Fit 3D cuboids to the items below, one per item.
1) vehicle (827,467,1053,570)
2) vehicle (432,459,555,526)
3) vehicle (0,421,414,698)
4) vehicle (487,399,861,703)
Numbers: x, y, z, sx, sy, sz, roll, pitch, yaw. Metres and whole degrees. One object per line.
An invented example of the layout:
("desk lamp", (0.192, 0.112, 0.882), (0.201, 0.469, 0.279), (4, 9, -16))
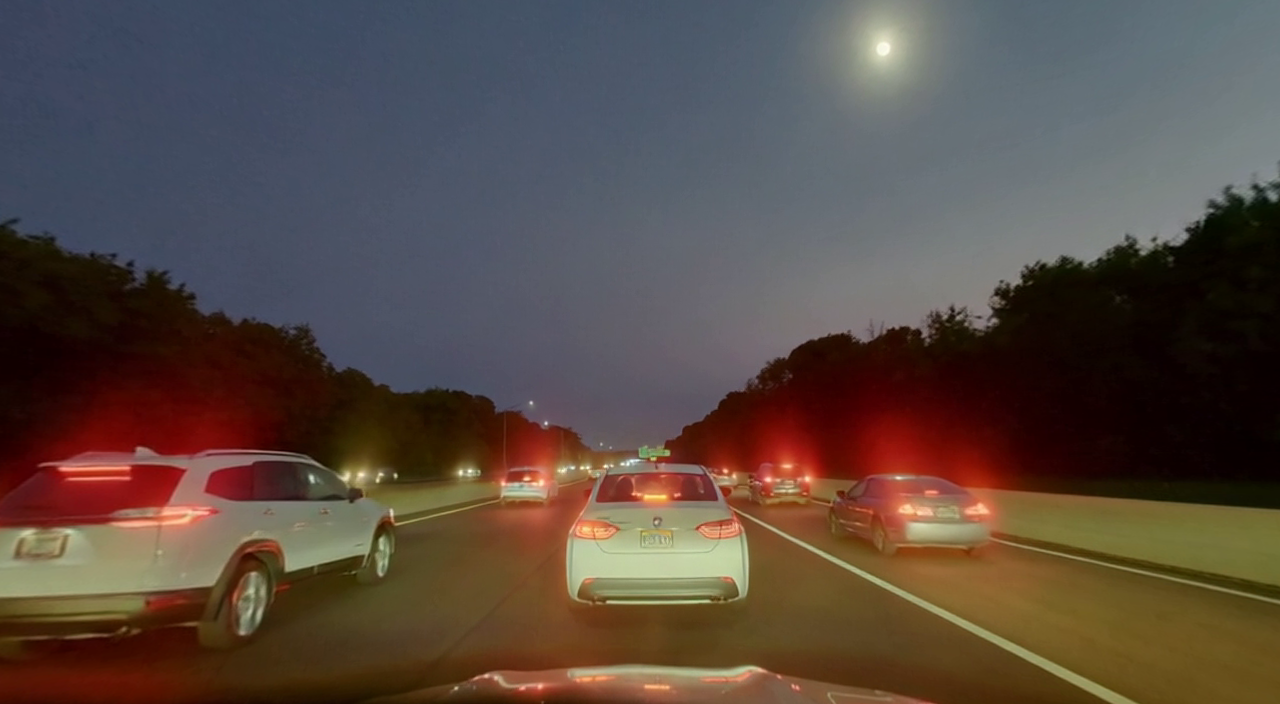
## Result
("vehicle", (4.795, 2.712, 10.920), (1.870, 1.382, 4.287), (0, -11, 1))
("vehicle", (-3.686, 3.655, 16.808), (1.960, 1.502, 4.593), (0, -11, 3))
("vehicle", (-3.919, 1.583, 5.831), (1.994, 1.556, 4.263), (0, -11, 1))
("vehicle", (0.162, 1.519, 5.627), (2.057, 1.725, 4.126), (1, -11, -1))
